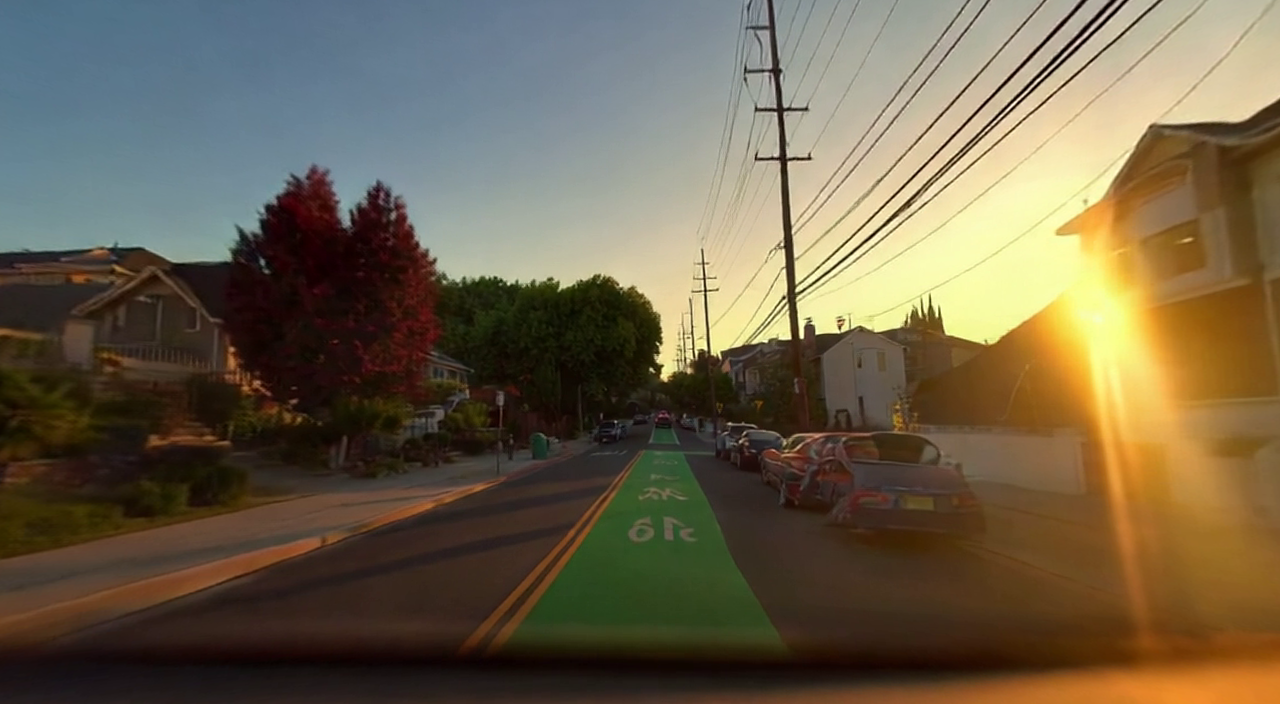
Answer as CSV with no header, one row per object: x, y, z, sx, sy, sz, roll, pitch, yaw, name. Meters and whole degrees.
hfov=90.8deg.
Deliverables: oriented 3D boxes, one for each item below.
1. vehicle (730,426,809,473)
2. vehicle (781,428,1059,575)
4.506,3.466,22.593,1.981,1.512,4.144,0,-9,0,vehicle
3.499,1.939,9.096,2.235,1.500,4.496,1,-8,4,vehicle
